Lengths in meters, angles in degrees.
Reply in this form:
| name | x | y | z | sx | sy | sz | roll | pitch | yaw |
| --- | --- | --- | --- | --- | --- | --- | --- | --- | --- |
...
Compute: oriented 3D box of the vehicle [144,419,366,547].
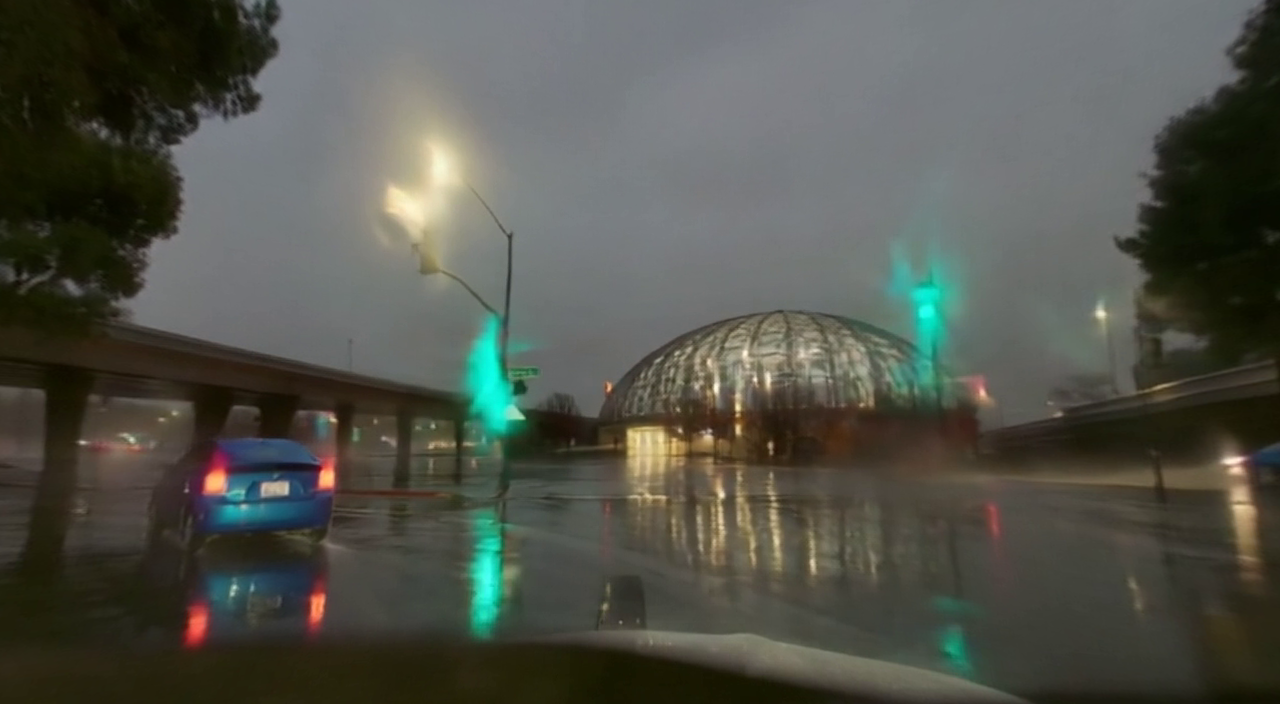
| name | x | y | z | sx | sy | sz | roll | pitch | yaw |
| --- | --- | --- | --- | --- | --- | --- | --- | --- | --- |
| vehicle | -6.166 | 1.939 | 9.948 | 3.772 | 1.584 | 1.976 | -8 | -12 | 44 |
